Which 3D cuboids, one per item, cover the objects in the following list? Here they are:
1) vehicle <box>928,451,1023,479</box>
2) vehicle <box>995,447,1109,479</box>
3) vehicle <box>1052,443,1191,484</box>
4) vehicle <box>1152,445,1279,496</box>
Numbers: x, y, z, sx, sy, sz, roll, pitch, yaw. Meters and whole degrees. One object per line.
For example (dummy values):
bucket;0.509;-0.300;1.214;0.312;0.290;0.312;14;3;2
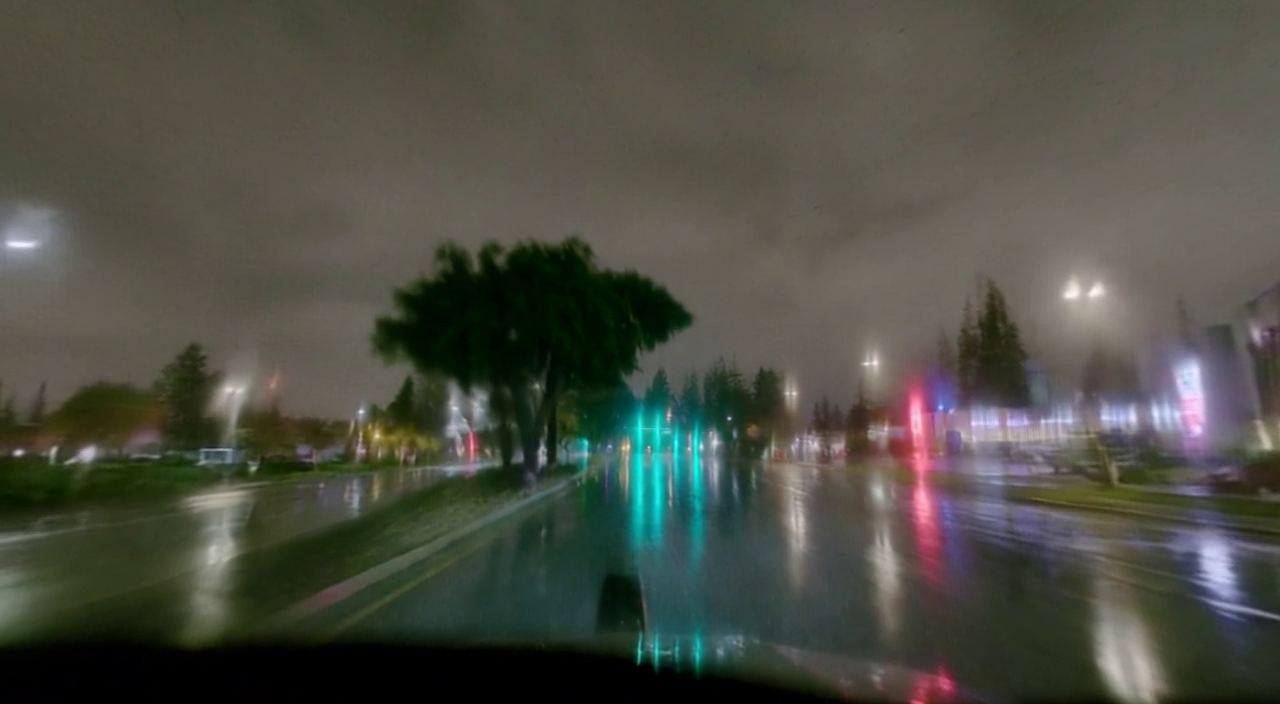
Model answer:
vehicle;19.802;6.721;37.410;4.403;1.436;1.918;-2;-13;1
vehicle;20.488;5.529;31.555;4.267;1.512;1.966;0;-9;0
vehicle;20.027;4.630;26.427;4.222;1.610;1.948;0;-9;-2
vehicle;20.356;3.962;21.289;4.407;1.616;1.929;0;-9;2
